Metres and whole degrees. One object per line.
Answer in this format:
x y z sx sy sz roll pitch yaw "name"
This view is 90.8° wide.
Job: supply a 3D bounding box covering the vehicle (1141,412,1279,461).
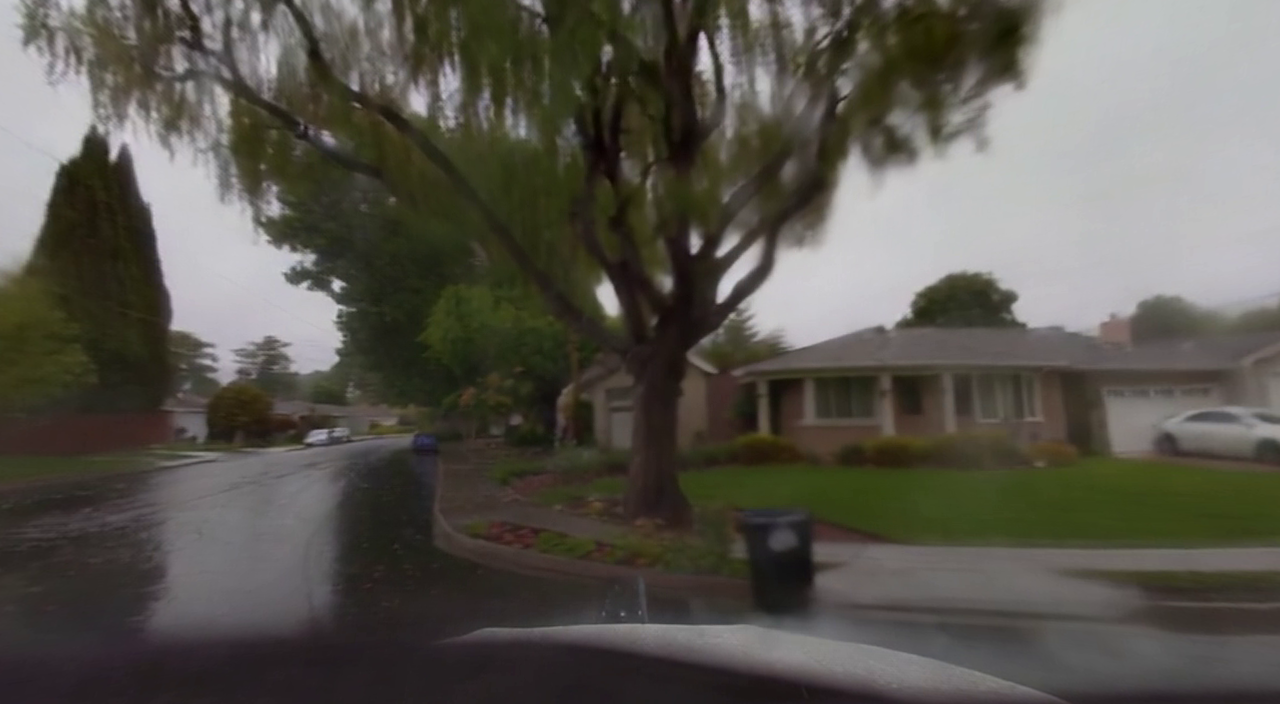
19.784 2.853 21.087 1.844 1.495 4.404 2 -9 -17 "vehicle"
